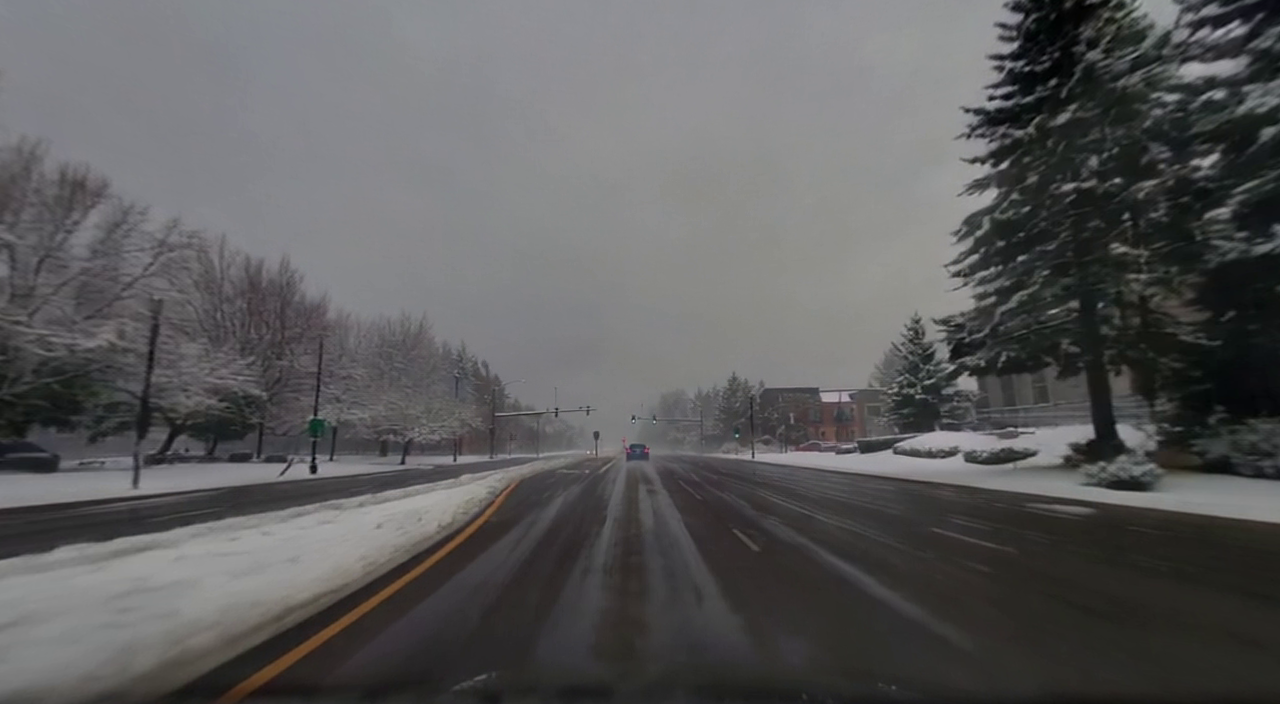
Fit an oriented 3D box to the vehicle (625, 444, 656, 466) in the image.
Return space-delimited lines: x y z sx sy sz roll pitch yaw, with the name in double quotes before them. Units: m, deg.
"vehicle" 0.062 7.314 44.716 2.064 1.477 3.968 0 -9 1
